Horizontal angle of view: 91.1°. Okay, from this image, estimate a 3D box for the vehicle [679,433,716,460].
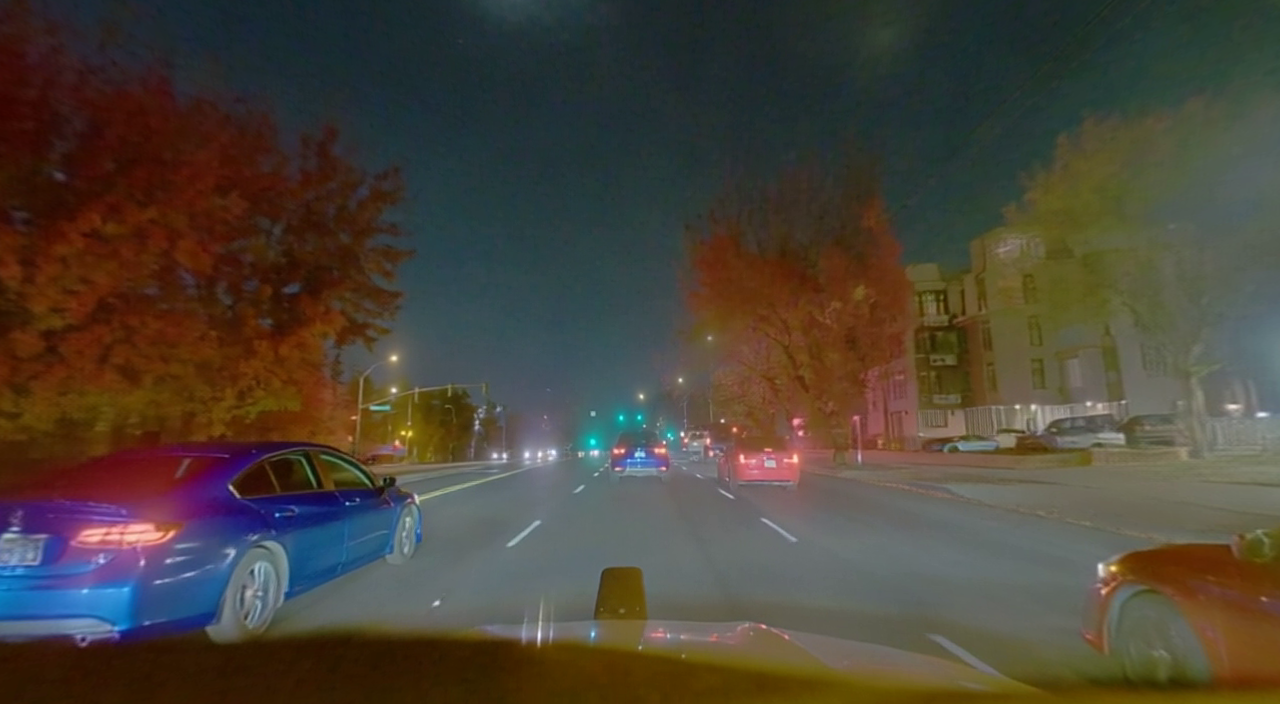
[{"bbox_3d":[3.835,6.399,42.506,2.067,1.687,4.163,0,-8,-1],"label":"vehicle"}]

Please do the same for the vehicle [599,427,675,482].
[{"bbox_3d":[-0.098,3.420,21.199,2.293,1.662,4.262,0,-8,-1],"label":"vehicle"}]

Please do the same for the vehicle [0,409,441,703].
[{"bbox_3d":[-3.514,1.368,5.457,1.997,1.479,4.547,0,-8,1],"label":"vehicle"}]

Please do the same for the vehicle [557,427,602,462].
[{"bbox_3d":[-3.710,5.835,39.476,2.246,2.062,5.123,0,-8,1],"label":"vehicle"}]

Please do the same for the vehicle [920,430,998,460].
[{"bbox_3d":[17.718,5.248,35.094,1.767,1.400,4.107,-3,-10,-7],"label":"vehicle"}]

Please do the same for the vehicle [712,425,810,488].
[{"bbox_3d":[3.527,3.148,19.187,2.019,1.675,4.488,0,-8,-1],"label":"vehicle"}]

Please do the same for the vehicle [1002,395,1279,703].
[{"bbox_3d":[3.394,0.826,1.791,2.060,1.474,4.475,0,-8,0],"label":"vehicle"}]
